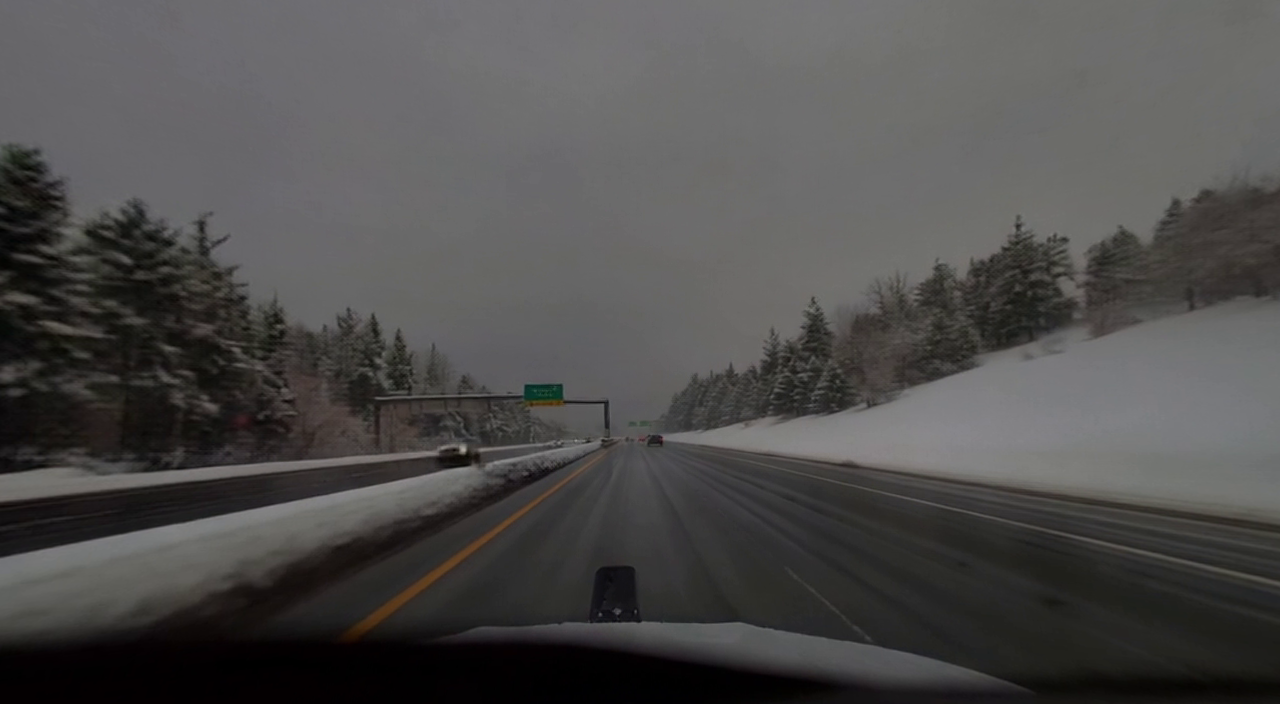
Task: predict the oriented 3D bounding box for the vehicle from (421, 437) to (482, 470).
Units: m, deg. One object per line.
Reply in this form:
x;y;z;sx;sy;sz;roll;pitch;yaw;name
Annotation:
-9.321;5.008;31.423;1.866;1.485;3.928;0;-8;-1;vehicle
